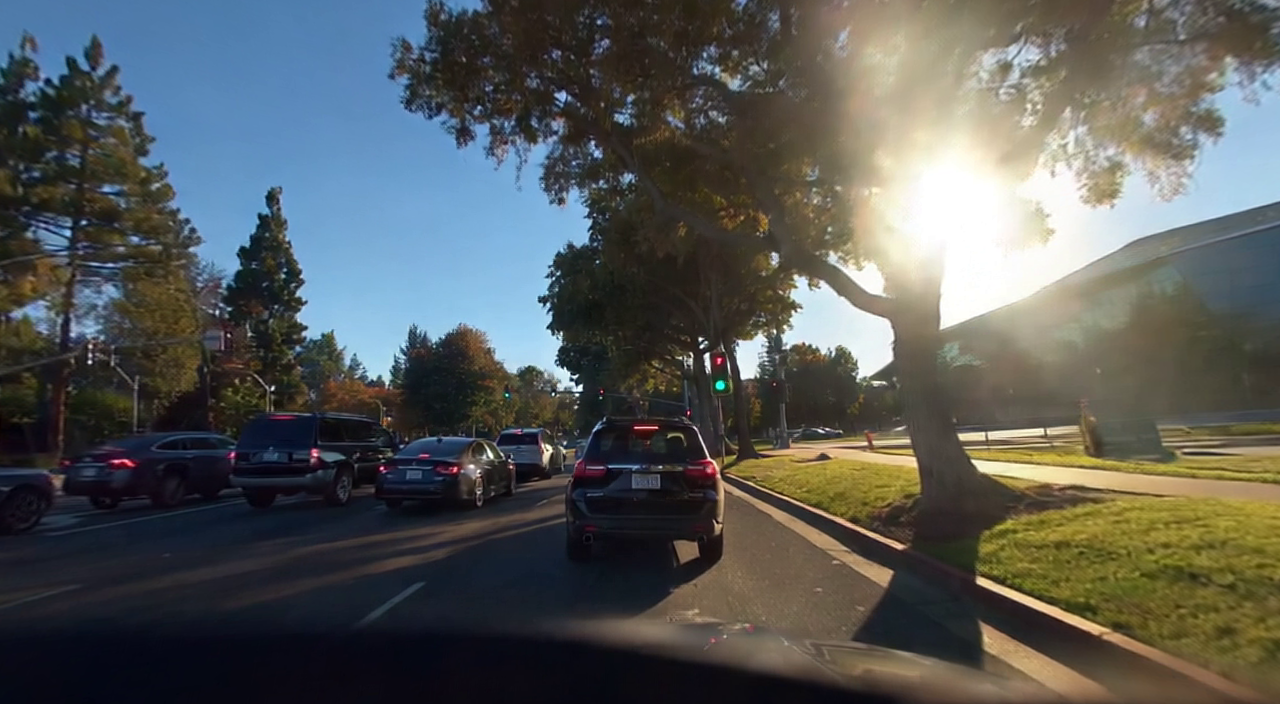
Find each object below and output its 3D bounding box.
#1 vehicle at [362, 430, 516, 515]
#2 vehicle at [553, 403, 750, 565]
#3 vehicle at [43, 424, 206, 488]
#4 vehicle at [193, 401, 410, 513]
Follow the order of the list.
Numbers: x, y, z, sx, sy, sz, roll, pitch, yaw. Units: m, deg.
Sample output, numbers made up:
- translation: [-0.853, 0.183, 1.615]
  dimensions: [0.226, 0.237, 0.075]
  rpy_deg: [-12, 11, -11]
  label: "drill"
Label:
- translation: [-4.080, 2.514, 13.675]
  dimensions: [1.942, 1.523, 4.212]
  rpy_deg: [0, -9, 0]
  label: "vehicle"
- translation: [0.099, 1.709, 8.838]
  dimensions: [2.055, 1.681, 4.270]
  rpy_deg: [0, -9, -1]
  label: "vehicle"
- translation: [-17.677, 3.598, 22.030]
  dimensions: [2.136, 1.976, 4.342]
  rpy_deg: [0, -9, -3]
  label: "vehicle"
- translation: [-7.386, 2.380, 14.652]
  dimensions: [2.195, 2.093, 5.185]
  rpy_deg: [0, -9, -1]
  label: "vehicle"
